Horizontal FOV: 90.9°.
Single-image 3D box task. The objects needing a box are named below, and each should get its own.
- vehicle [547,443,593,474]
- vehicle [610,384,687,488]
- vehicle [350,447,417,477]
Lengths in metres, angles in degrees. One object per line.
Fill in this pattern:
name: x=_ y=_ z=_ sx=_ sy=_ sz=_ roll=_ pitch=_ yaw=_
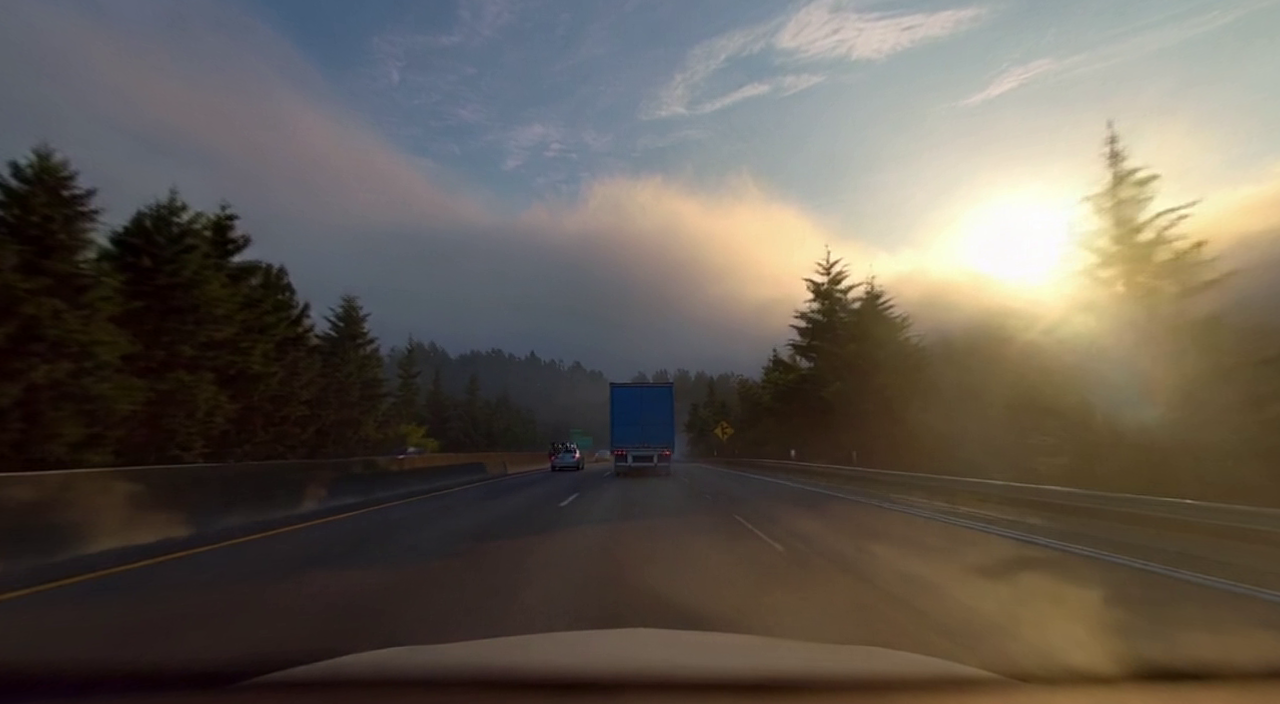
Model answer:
vehicle: x=-3.880 y=6.058 z=35.963 sx=2.018 sy=1.632 sz=4.722 roll=0 pitch=-9 yaw=1
vehicle: x=0.401 y=3.813 z=28.031 sx=2.821 sy=3.878 sz=8.925 roll=0 pitch=-9 yaw=1
vehicle: x=-16.081 y=6.899 z=39.793 sx=2.008 sy=1.748 sz=4.967 roll=0 pitch=-9 yaw=2
